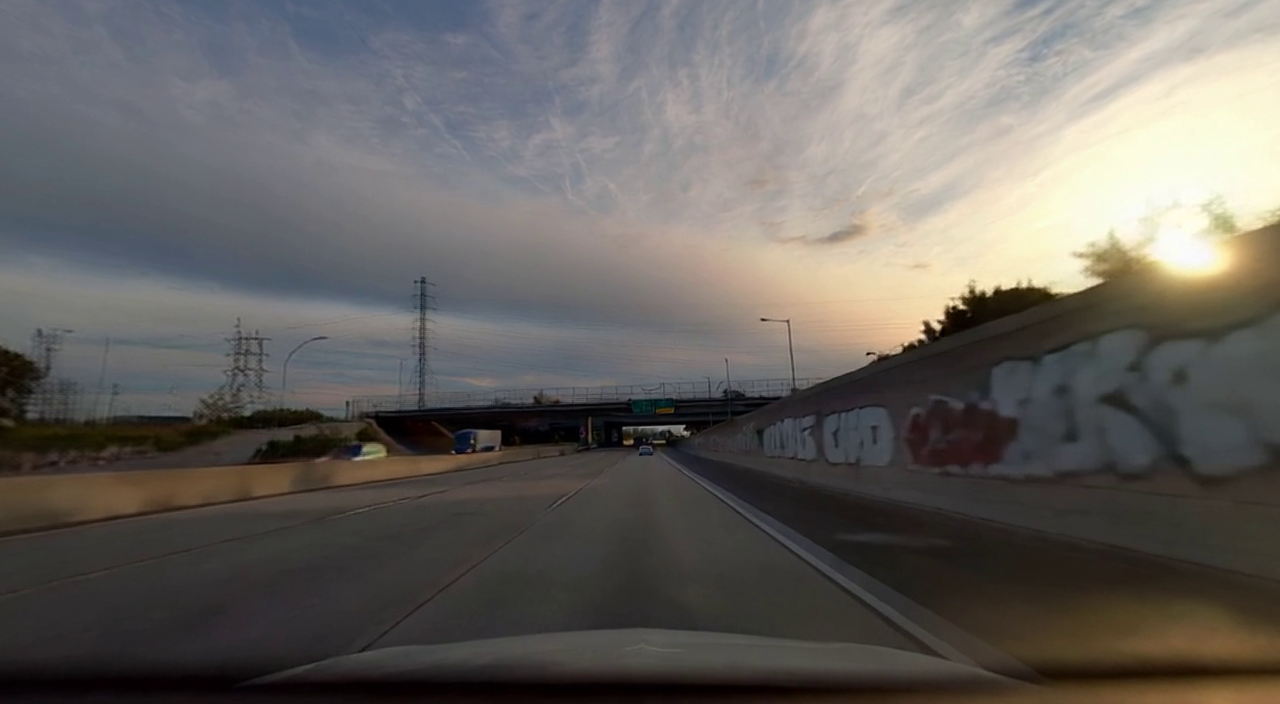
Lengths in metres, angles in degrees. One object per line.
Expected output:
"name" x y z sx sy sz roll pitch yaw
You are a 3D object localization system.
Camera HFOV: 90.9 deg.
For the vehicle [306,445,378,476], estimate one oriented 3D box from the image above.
"vehicle" -16.262 5.921 34.632 1.909 1.562 4.163 -1 -9 0
